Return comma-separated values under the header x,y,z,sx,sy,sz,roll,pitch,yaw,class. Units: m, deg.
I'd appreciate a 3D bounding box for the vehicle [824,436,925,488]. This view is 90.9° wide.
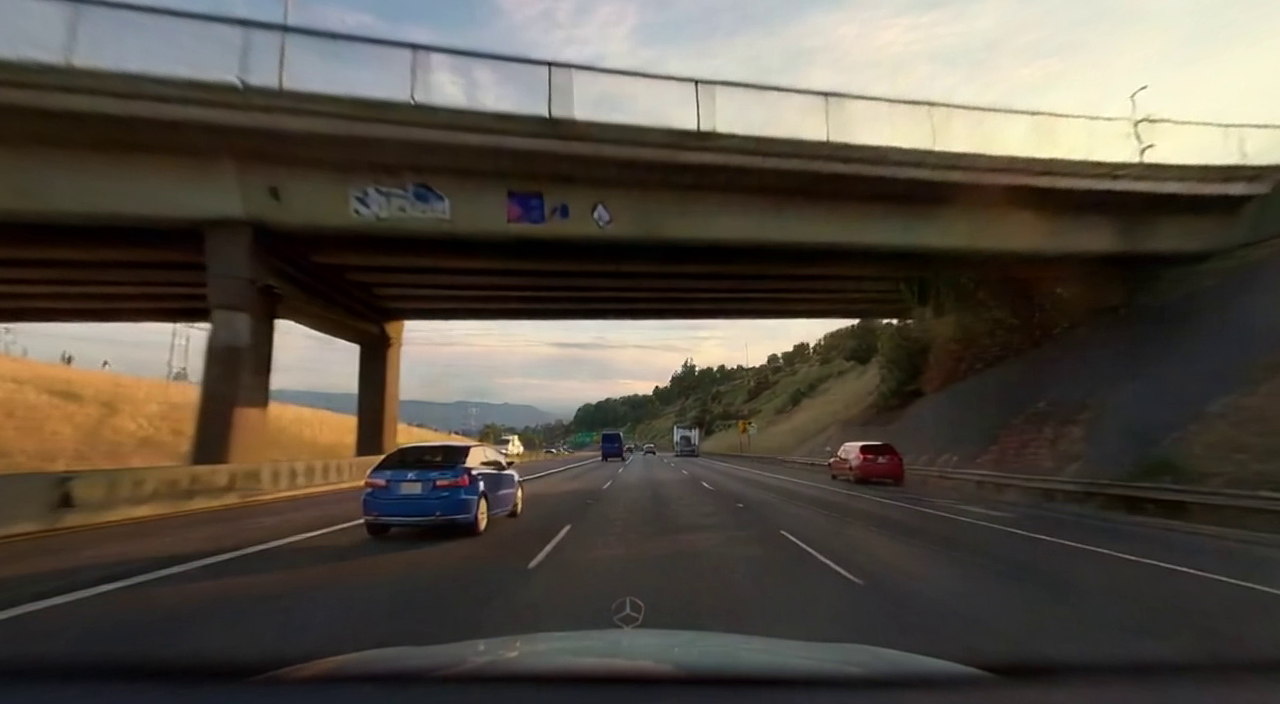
x,y,z,sx,sy,sz,roll,pitch,yaw,class
8.280,3.928,22.694,1.936,1.664,4.198,0,-9,-1,vehicle

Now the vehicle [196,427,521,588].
x,y,z,sx,sy,sz,roll,pitch,yaw,class
-3.082,1.819,8.294,2.029,1.472,4.721,0,-9,1,vehicle
